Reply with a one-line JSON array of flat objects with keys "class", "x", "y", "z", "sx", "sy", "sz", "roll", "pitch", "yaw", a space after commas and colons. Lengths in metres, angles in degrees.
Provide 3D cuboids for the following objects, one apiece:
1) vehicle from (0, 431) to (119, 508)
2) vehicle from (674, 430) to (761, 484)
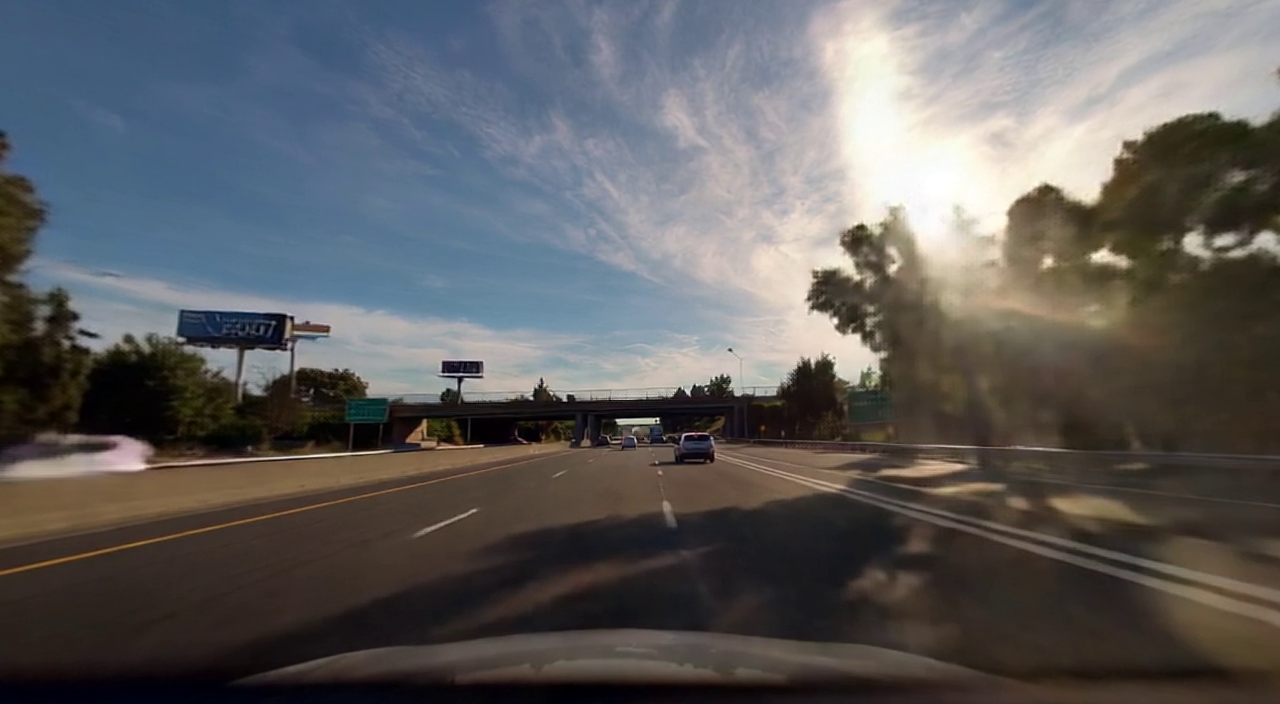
[{"class": "vehicle", "x": -13.420, "y": 2.371, "z": 12.934, "sx": 1.861, "sy": 1.490, "sz": 4.157, "roll": 0, "pitch": -8, "yaw": 0}, {"class": "vehicle", "x": 2.523, "y": 3.585, "z": 21.982, "sx": 2.240, "sy": 1.646, "sz": 4.949, "roll": 1, "pitch": -8, "yaw": -2}]
